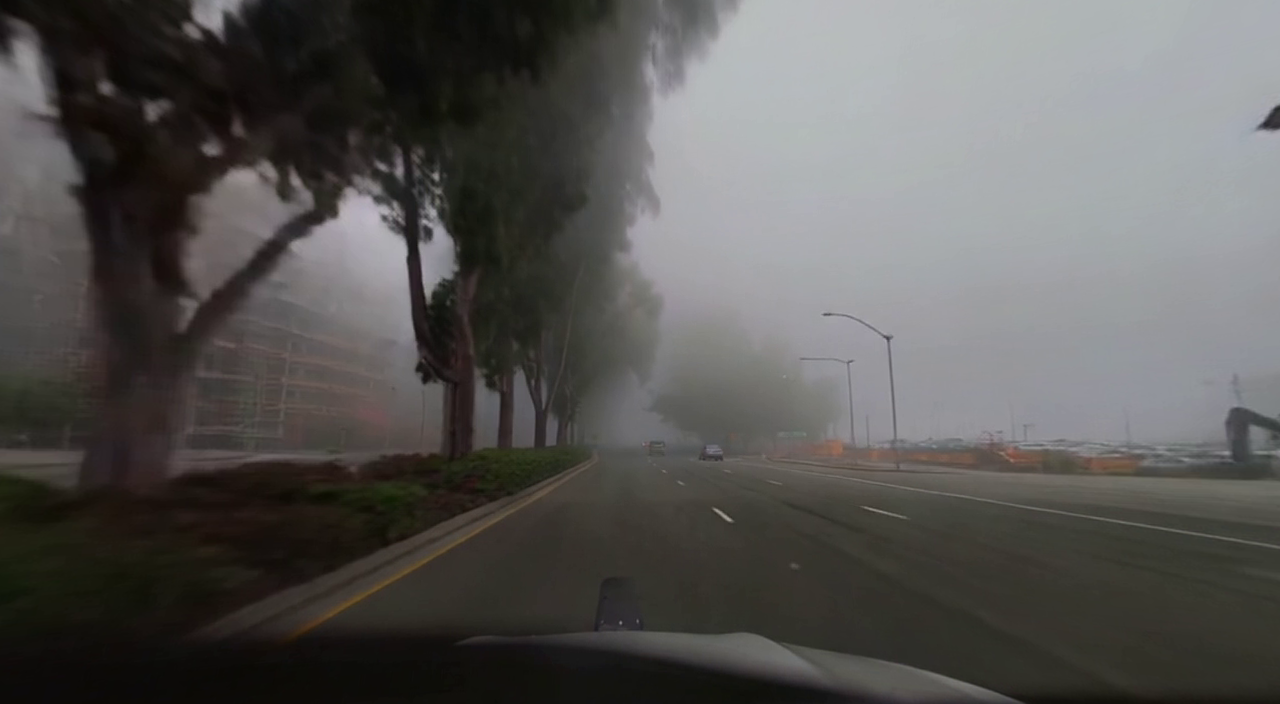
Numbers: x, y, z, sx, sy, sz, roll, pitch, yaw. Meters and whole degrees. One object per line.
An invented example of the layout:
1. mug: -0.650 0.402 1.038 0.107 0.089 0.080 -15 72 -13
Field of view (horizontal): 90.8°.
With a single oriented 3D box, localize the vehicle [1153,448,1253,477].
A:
1. vehicle: 36.708 7.178 41.242 4.623 1.714 2.066 -8 -12 43
